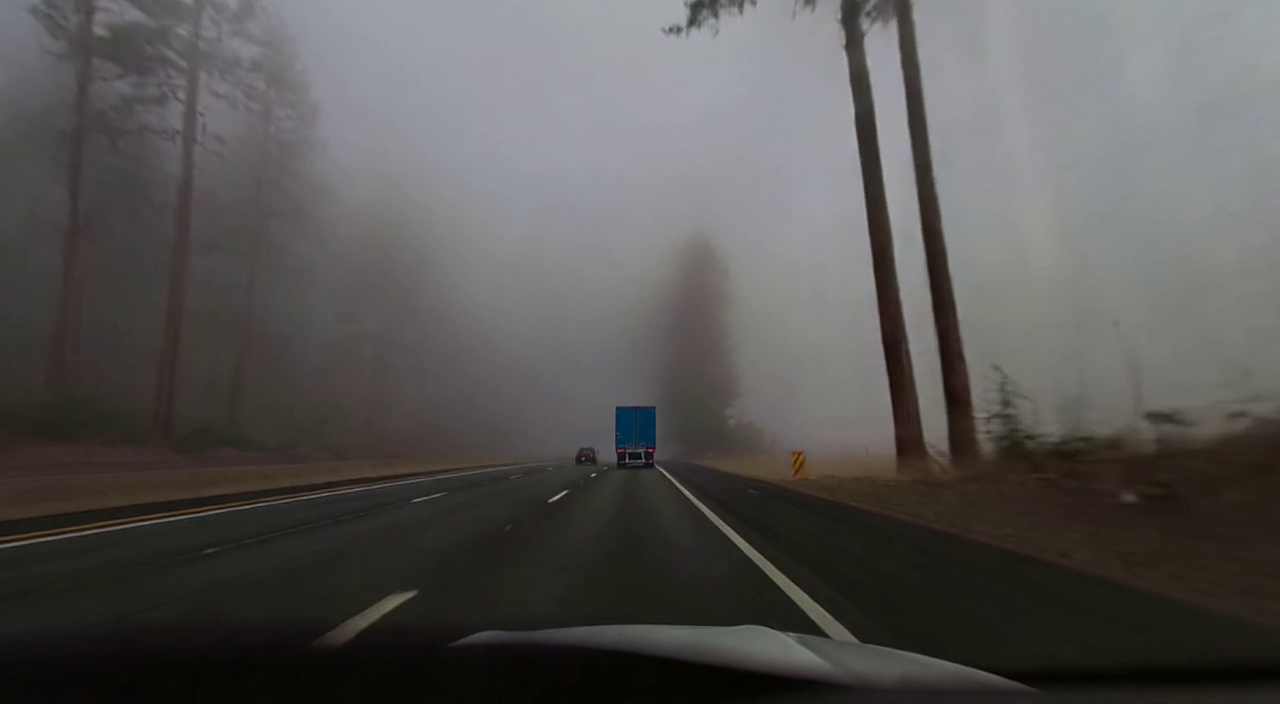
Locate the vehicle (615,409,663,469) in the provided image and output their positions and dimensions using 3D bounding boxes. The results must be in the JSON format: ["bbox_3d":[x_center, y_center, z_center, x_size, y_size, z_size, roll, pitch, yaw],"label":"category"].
[{"bbox_3d":[-0.092,6.909,49.892,3.320,4.173,11.889,0,-8,0],"label":"vehicle"}]
